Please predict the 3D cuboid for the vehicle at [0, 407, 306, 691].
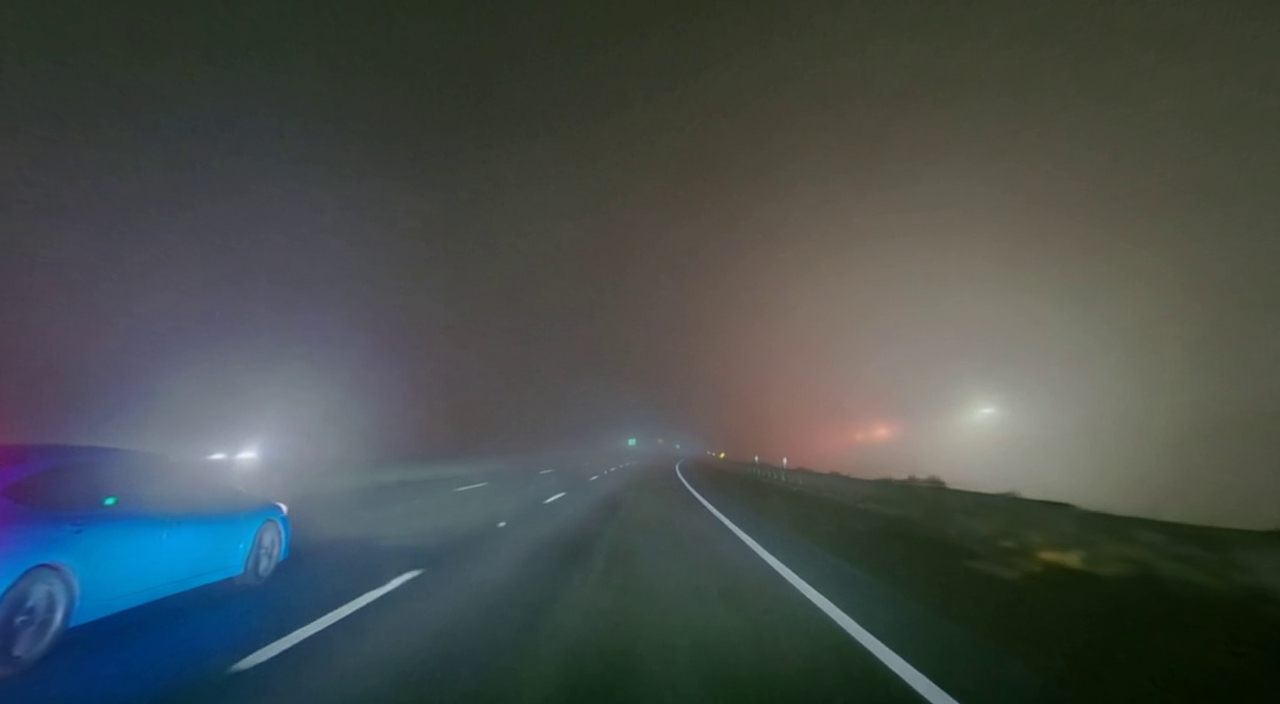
[{"bbox_3d":[-4.392,1.228,4.494,1.928,1.504,3.745,0,-9,0],"label":"vehicle"}]
